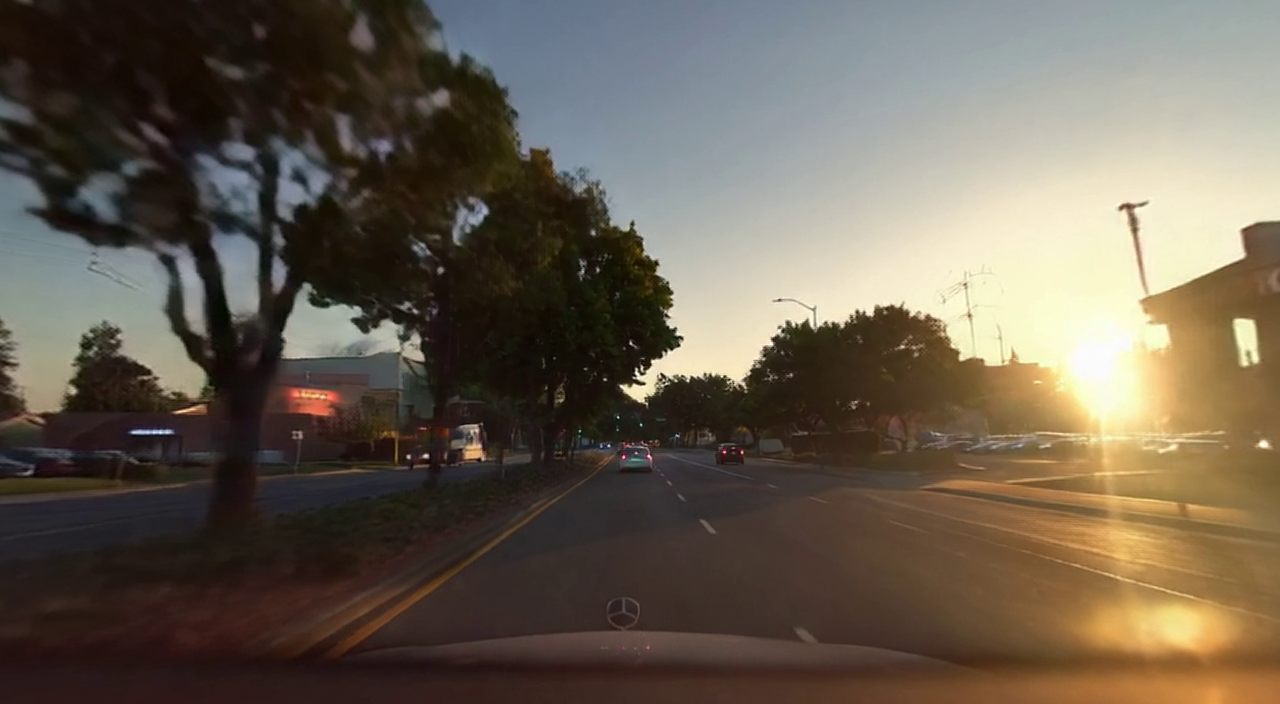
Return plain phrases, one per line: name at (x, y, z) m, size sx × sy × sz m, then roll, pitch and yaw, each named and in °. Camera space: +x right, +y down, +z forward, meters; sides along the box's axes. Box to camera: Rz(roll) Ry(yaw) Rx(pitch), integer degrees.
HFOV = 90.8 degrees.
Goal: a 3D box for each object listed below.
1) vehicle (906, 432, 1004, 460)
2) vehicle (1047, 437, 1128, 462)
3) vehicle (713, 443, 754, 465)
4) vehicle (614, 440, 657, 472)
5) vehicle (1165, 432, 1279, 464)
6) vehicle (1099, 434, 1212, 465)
vehicle at (23.212, 6.984, 46.785) m, size 5.909 × 1.970 × 2.365 m, roll 0°, pitch -8°, yaw 1°
vehicle at (26.894, 5.869, 38.147) m, size 1.761 × 1.409 × 4.353 m, roll 0°, pitch -9°, yaw 1°
vehicle at (6.745, 7.437, 46.163) m, size 2.075 × 1.475 × 4.571 m, roll 0°, pitch -8°, yaw -3°
vehicle at (-0.304, 5.352, 32.746) m, size 2.072 × 1.545 × 4.578 m, roll 0°, pitch -8°, yaw -2°
vehicle at (29.529, 4.900, 32.146) m, size 1.805 × 1.481 × 4.351 m, roll -1°, pitch -9°, yaw -1°
vehicle at (26.754, 5.088, 33.056) m, size 1.840 × 1.446 × 4.820 m, roll -1°, pitch -8°, yaw 0°
